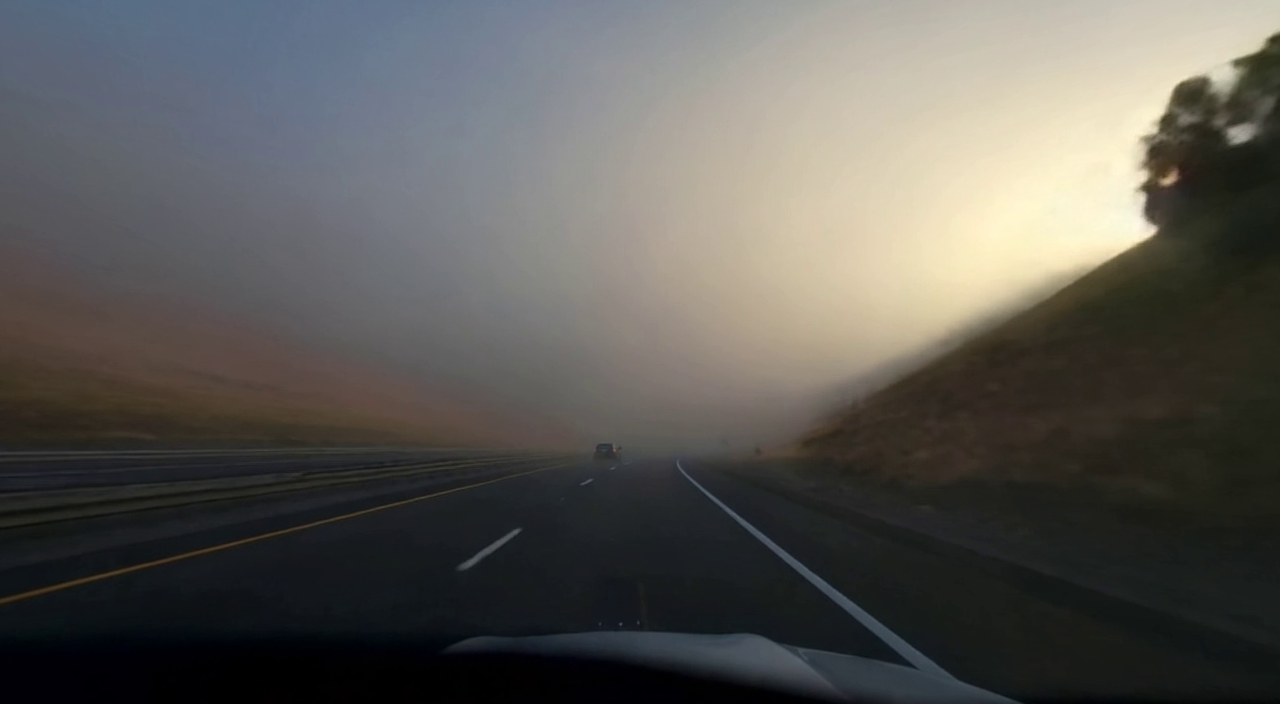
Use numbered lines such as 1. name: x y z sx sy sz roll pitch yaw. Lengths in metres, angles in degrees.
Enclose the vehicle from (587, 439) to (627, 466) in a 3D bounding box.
1. vehicle: -2.177 6.836 43.210 2.252 1.743 4.560 -1 -8 3
